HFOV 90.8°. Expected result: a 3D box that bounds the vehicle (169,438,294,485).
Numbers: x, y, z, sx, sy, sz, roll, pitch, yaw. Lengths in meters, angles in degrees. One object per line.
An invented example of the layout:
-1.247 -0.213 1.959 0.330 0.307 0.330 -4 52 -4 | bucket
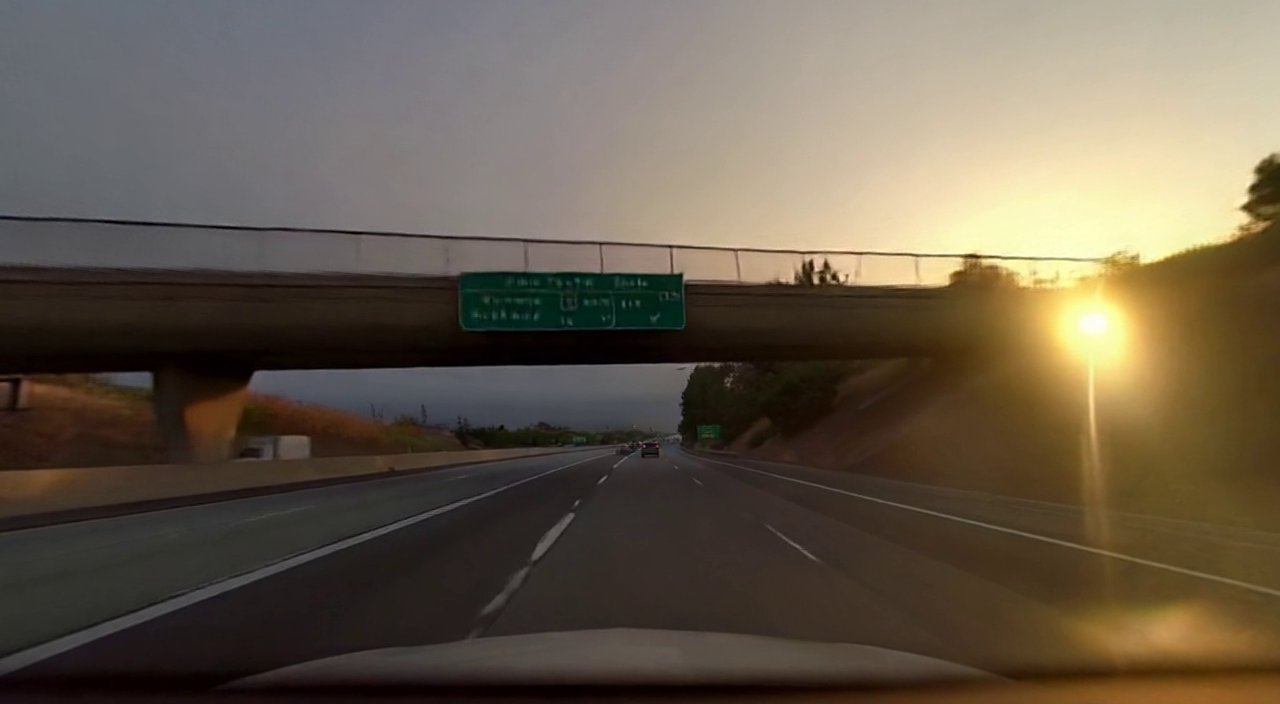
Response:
-15.052 4.020 23.561 1.806 1.563 3.887 -1 -8 6 | vehicle

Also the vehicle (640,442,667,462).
1.015 7.747 49.075 1.970 1.477 4.158 0 -8 0 | vehicle
